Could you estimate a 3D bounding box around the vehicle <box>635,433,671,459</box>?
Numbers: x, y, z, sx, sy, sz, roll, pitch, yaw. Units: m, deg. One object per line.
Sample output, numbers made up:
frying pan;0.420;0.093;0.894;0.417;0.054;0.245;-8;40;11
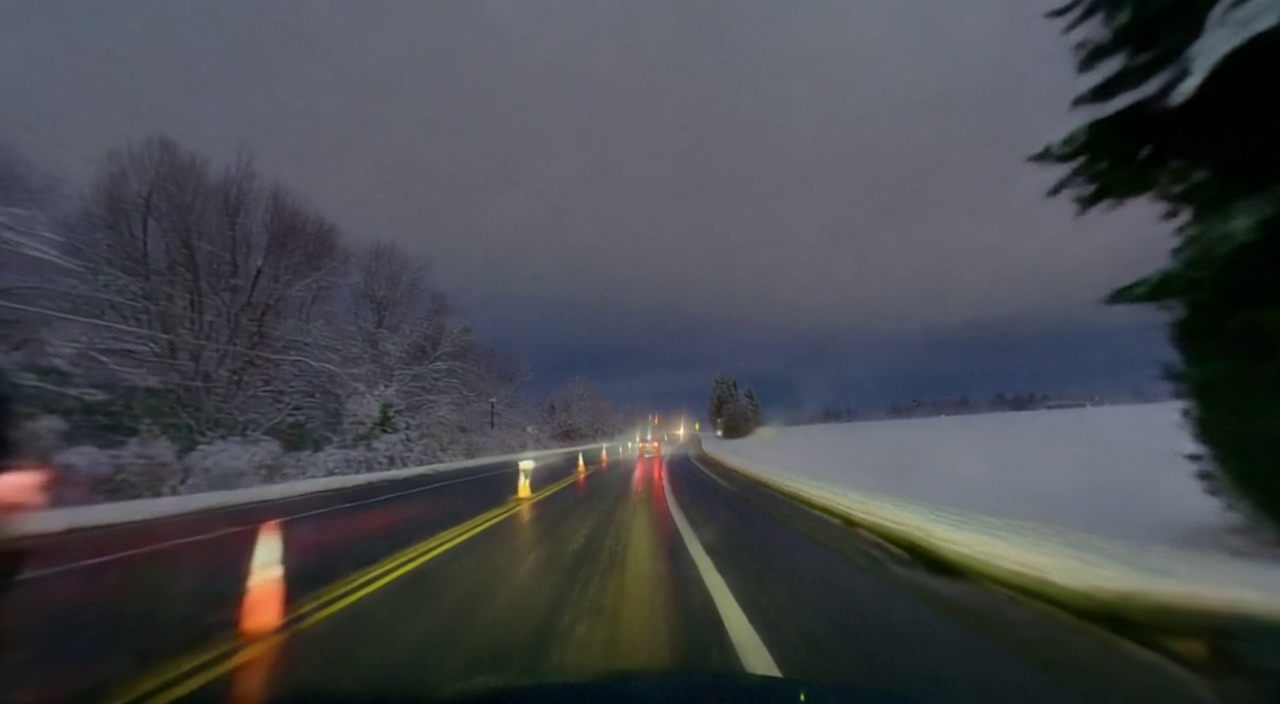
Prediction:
vehicle;0.861;5.775;38.730;2.042;1.489;3.963;-1;-9;3
